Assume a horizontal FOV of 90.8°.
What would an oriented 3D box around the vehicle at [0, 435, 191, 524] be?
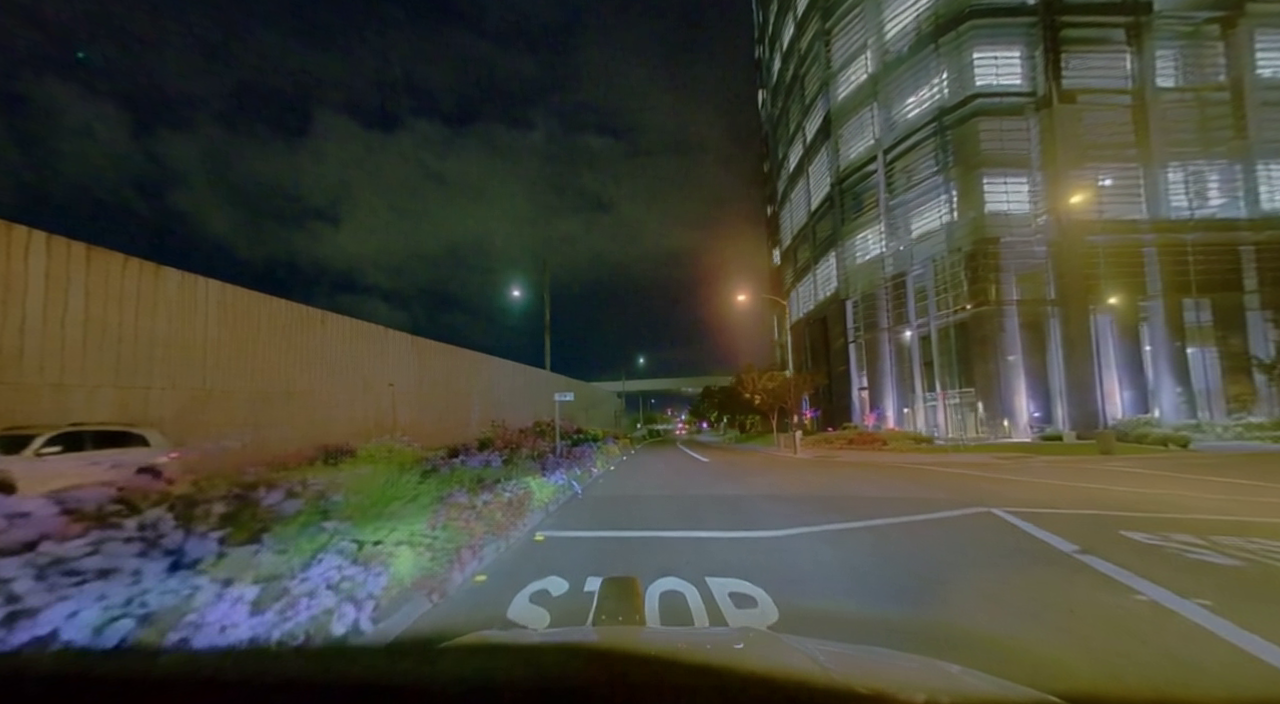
[{"bbox_3d":[-11.091,2.228,11.334,4.694,1.447,2.137,5,-10,-31],"label":"vehicle"}]
